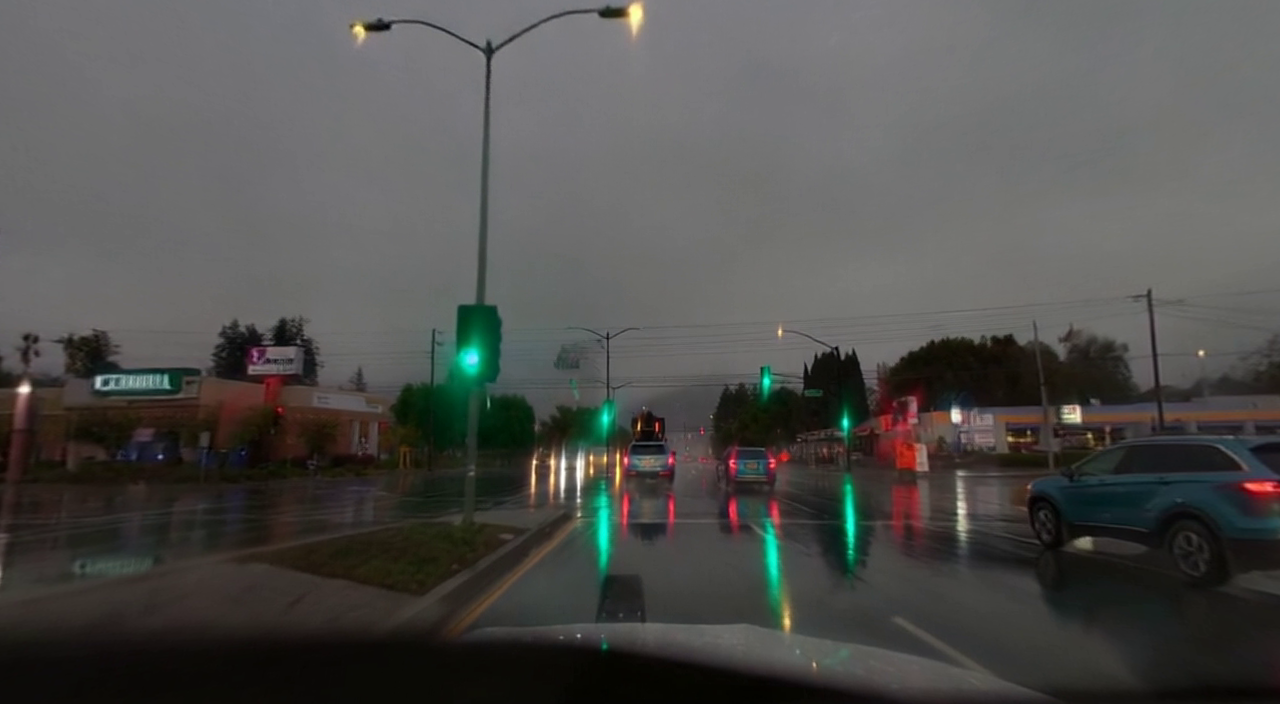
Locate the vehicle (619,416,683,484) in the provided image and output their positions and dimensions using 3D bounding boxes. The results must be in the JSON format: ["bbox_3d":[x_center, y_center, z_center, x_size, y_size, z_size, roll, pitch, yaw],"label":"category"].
[{"bbox_3d":[0.439,3.958,25.585,2.370,2.518,3.858,0,-9,1],"label":"vehicle"}]

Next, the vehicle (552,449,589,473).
[{"bbox_3d":[-4.518,7.118,41.350,2.001,1.518,4.316,0,-9,-1],"label":"vehicle"}]

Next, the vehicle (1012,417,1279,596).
[{"bbox_3d":[7.126,1.793,8.050,1.982,1.698,4.408,0,-9,0],"label":"vehicle"}]

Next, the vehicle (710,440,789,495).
[{"bbox_3d":[3.739,4.039,22.343,2.025,1.754,4.311,0,-9,0],"label":"vehicle"}]
